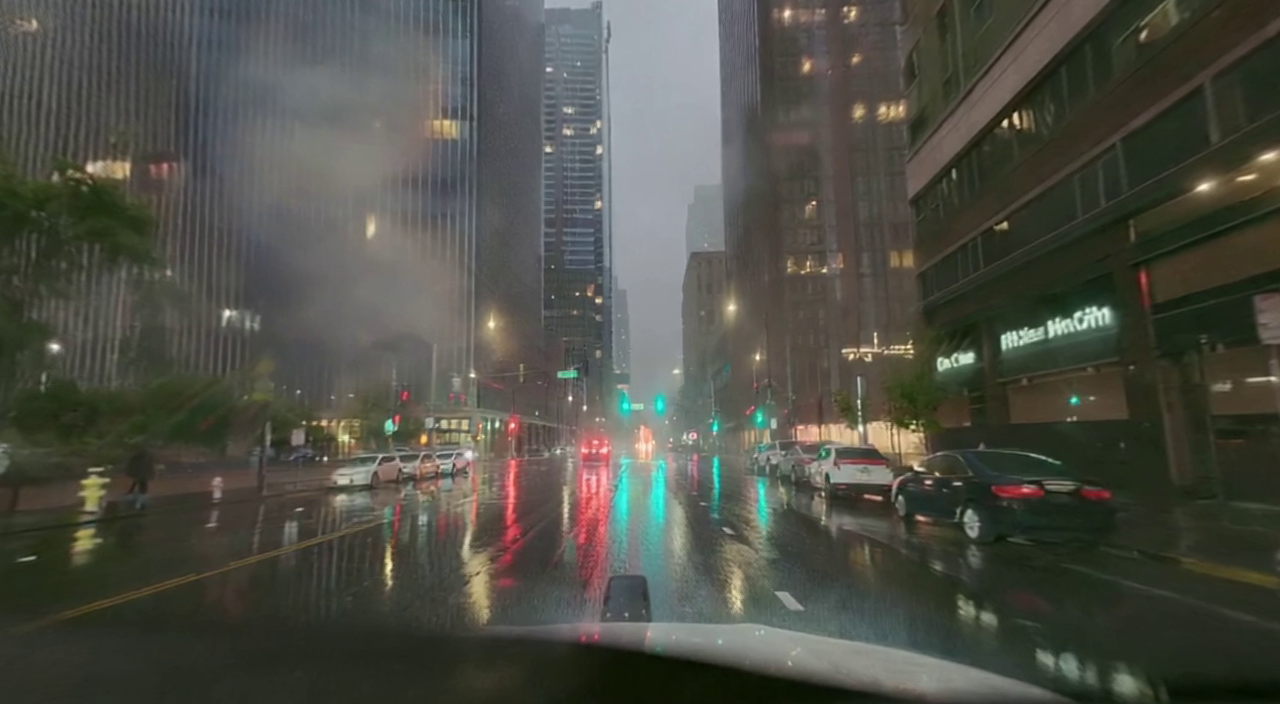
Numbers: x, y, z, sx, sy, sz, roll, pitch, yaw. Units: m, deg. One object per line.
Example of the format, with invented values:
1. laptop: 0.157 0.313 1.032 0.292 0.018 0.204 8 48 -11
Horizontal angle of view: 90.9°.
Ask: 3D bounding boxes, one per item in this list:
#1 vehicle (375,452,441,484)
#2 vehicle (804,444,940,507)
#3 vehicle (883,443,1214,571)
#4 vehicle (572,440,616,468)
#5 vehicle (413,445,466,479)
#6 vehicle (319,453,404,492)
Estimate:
1. vehicle: -11.964 5.975 32.773 1.808 1.475 4.550 0 -8 -2
2. vehicle: 5.998 3.217 17.005 1.967 1.460 4.558 0 -8 1
3. vehicle: 5.845 2.213 10.011 1.994 1.511 4.788 0 -8 -1
4. vehicle: -2.536 5.758 35.779 2.014 1.480 4.780 0 -8 2
5. vehicle: -11.992 6.571 37.940 1.890 1.781 4.331 -4 -8 -2
6. vehicle: -12.023 5.203 27.519 1.845 1.493 4.107 0 -8 -1
